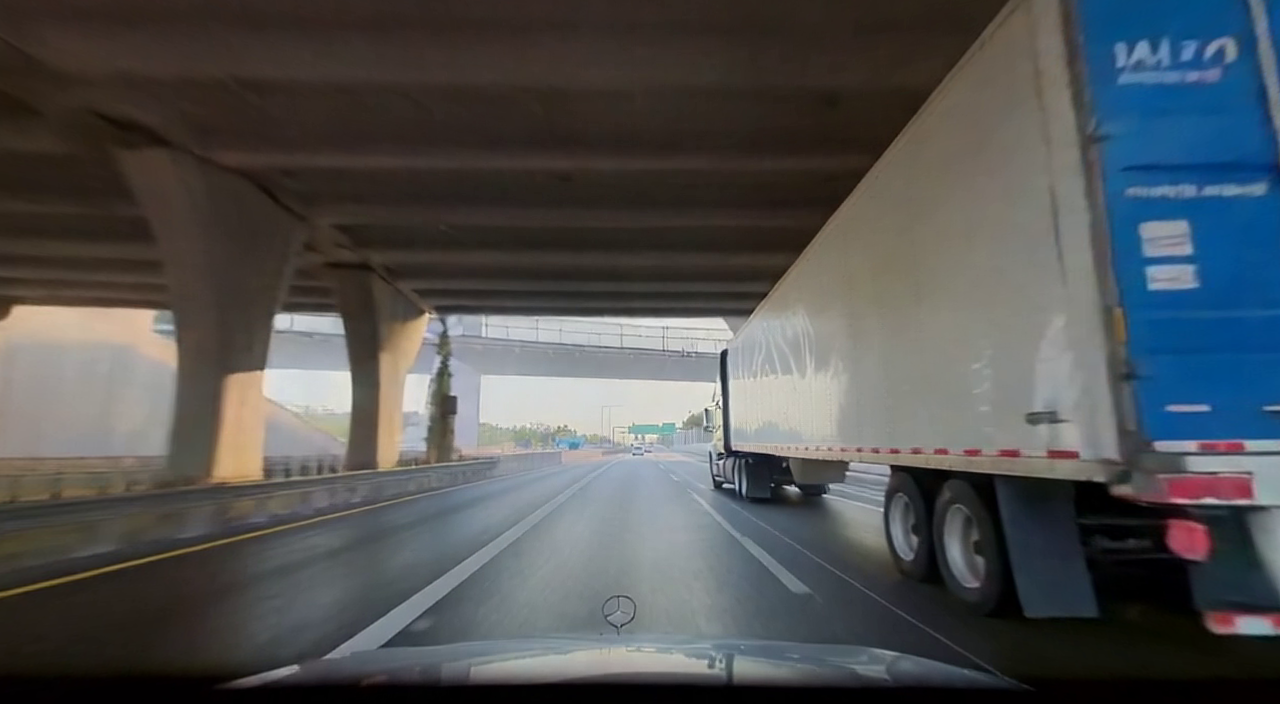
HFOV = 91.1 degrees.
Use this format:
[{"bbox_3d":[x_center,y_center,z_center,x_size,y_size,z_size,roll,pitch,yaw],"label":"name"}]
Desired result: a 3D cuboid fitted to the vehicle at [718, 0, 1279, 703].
[{"bbox_3d":[3.806,0.745,9.693,3.244,4.020,14.561,0,-9,0],"label":"vehicle"}]
